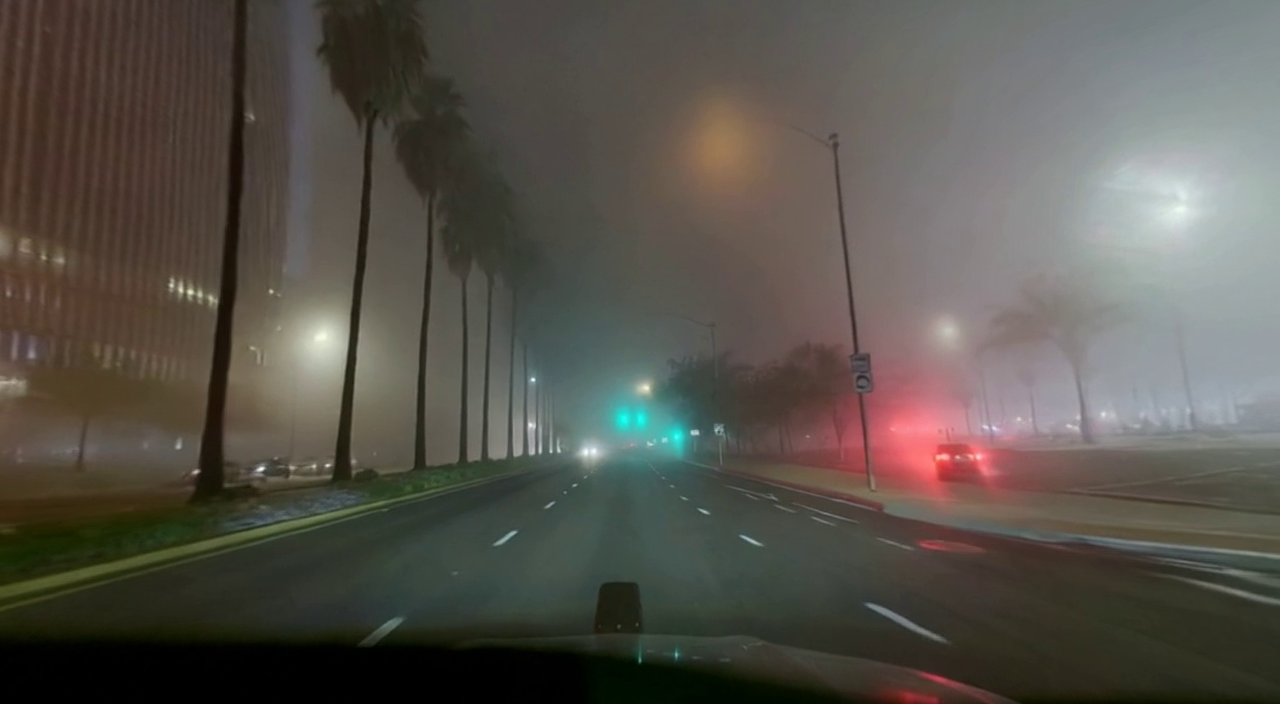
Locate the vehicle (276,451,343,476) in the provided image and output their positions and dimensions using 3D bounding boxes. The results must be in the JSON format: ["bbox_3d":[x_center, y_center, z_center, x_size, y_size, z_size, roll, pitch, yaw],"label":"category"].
[{"bbox_3d":[-25.135,8.487,48.349,2.062,1.765,5.897,0,-9,-2],"label":"vehicle"}]

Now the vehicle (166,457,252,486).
[{"bbox_3d":[-25.011,6.924,36.879,2.080,1.457,4.424,0,-9,-3],"label":"vehicle"}]
